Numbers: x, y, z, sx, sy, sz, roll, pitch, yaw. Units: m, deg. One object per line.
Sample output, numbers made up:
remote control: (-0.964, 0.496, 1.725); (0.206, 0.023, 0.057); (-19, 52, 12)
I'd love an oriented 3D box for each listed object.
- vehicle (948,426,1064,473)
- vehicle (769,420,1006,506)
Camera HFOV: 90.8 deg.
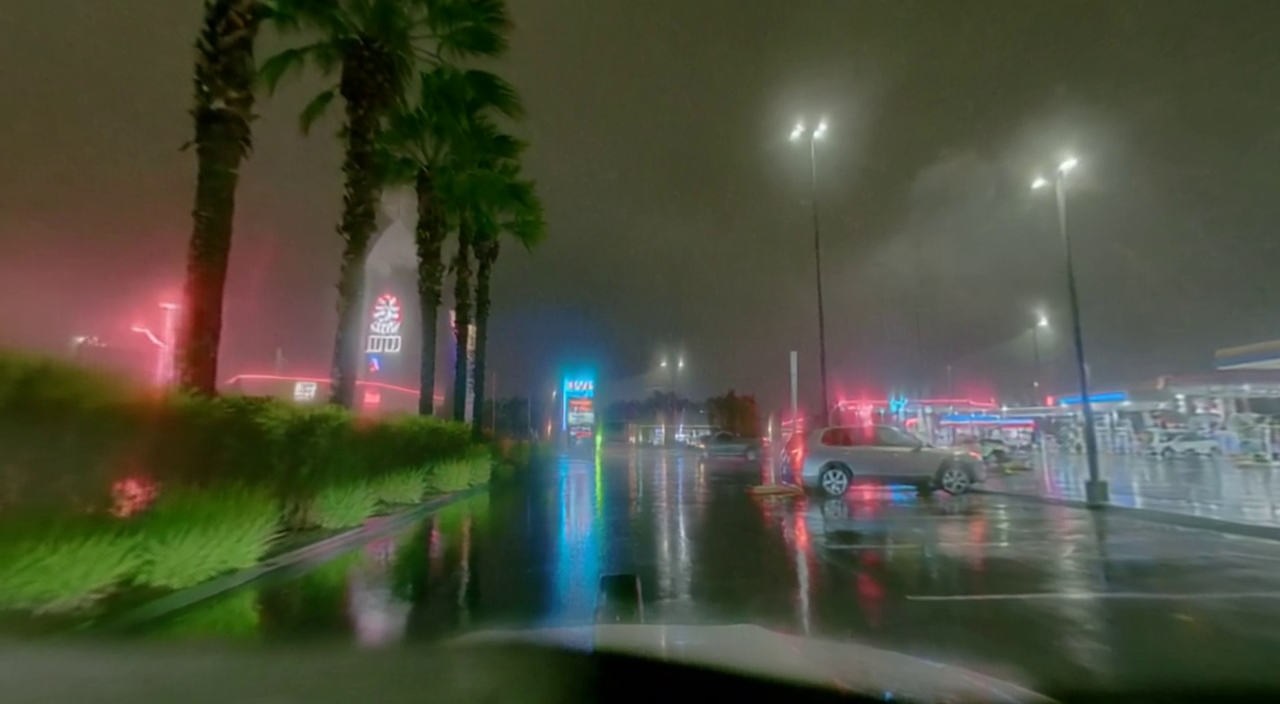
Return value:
vehicle: (16.024, 4.298, 28.015); (2.028, 1.850, 4.731); (0, -8, -4)
vehicle: (5.573, 2.539, 14.737); (4.560, 1.818, 2.148); (0, -8, -3)
